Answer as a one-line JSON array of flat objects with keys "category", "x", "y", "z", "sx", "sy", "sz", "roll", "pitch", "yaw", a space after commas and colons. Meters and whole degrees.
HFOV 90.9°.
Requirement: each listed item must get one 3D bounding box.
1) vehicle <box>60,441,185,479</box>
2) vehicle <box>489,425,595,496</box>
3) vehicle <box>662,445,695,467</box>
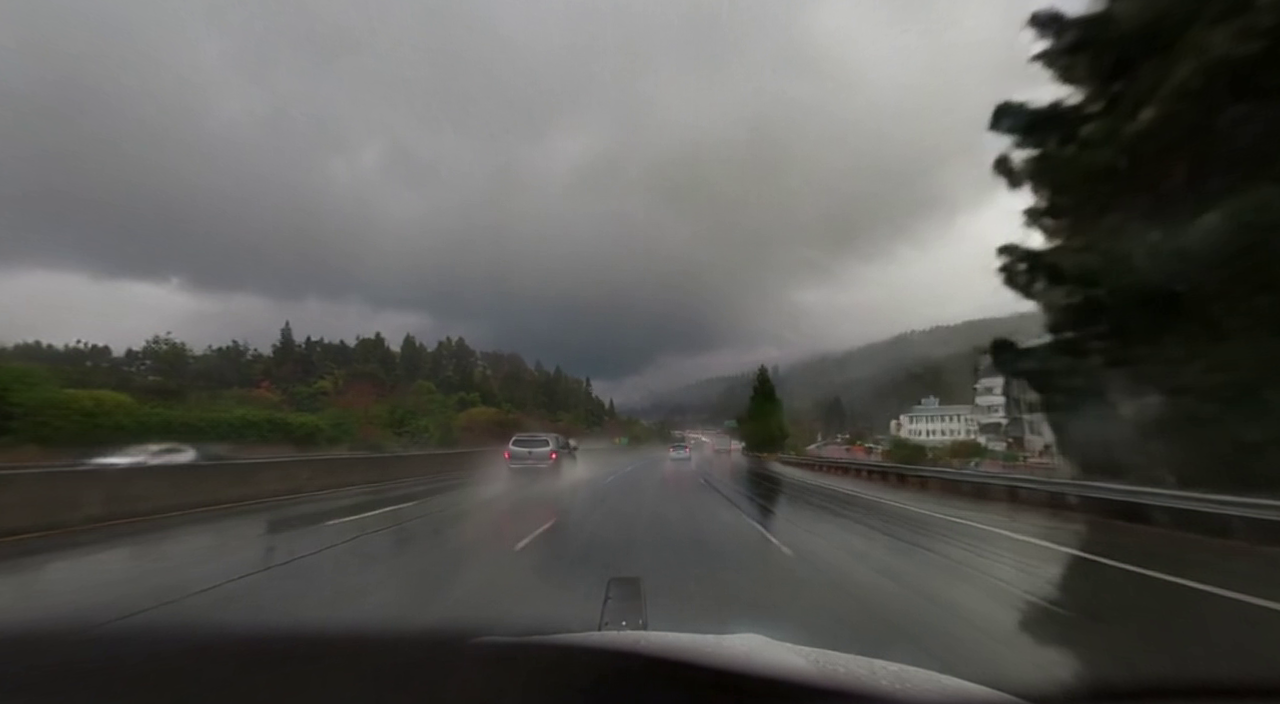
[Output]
[{"category": "vehicle", "x": -23.286, "y": 4.862, "z": 28.645, "sx": 1.869, "sy": 1.599, "sz": 4.246, "roll": -1, "pitch": -9, "yaw": 4}, {"category": "vehicle", "x": -2.711, "y": 3.186, "z": 18.835, "sx": 2.185, "sy": 1.823, "sz": 4.854, "roll": 0, "pitch": -9, "yaw": 3}, {"category": "vehicle", "x": 2.695, "y": 7.151, "z": 43.581, "sx": 2.158, "sy": 1.458, "sz": 3.656, "roll": -1, "pitch": -9, "yaw": 5}]
